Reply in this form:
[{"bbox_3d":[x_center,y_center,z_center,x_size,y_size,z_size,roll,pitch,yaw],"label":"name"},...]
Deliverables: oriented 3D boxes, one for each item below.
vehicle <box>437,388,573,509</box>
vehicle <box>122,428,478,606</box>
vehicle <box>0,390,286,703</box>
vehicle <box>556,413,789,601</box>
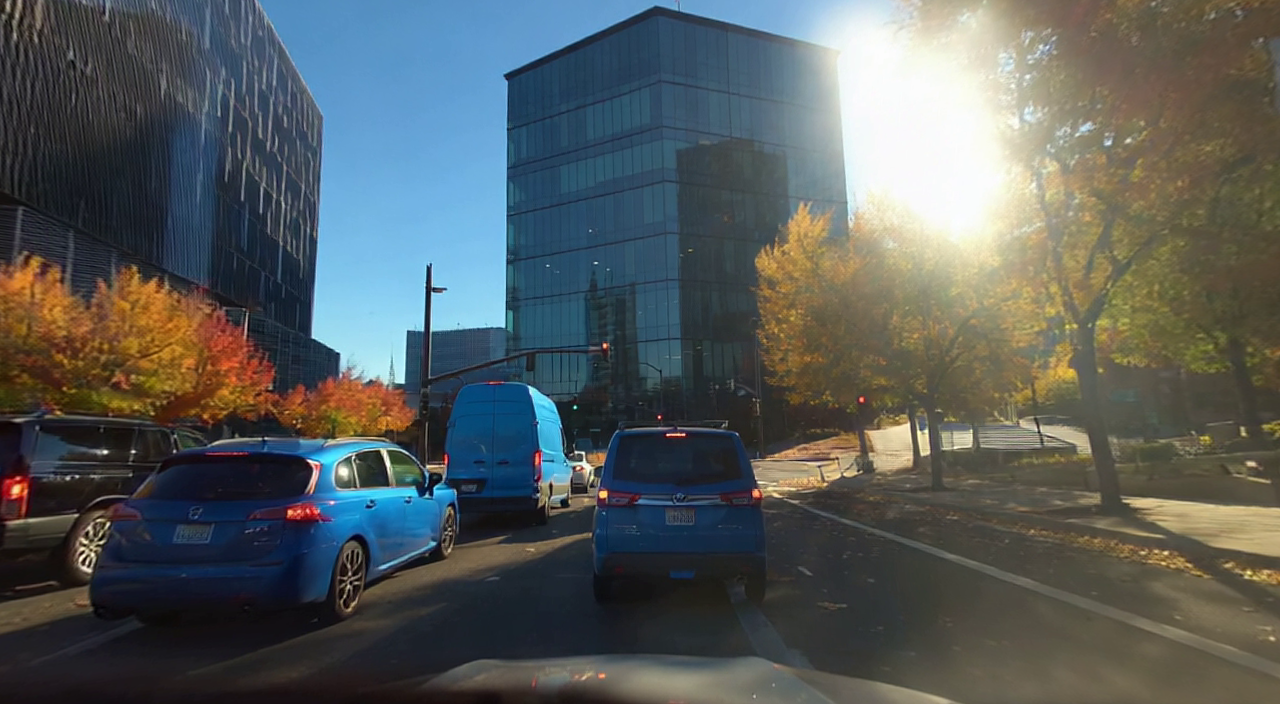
[{"bbox_3d":[-3.249,2.543,16.590,2.343,2.635,5.684,0,-9,0],"label":"vehicle"},{"bbox_3d":[-3.485,1.755,7.579,1.955,1.499,4.223,0,-9,0],"label":"vehicle"},{"bbox_3d":[-2.900,0.816,1.526,1.893,1.491,3.798,0,-9,-1],"label":"vehicle"},{"bbox_3d":[0.197,1.601,7.213,1.979,1.562,3.630,0,-9,-3],"label":"vehicle"}]
